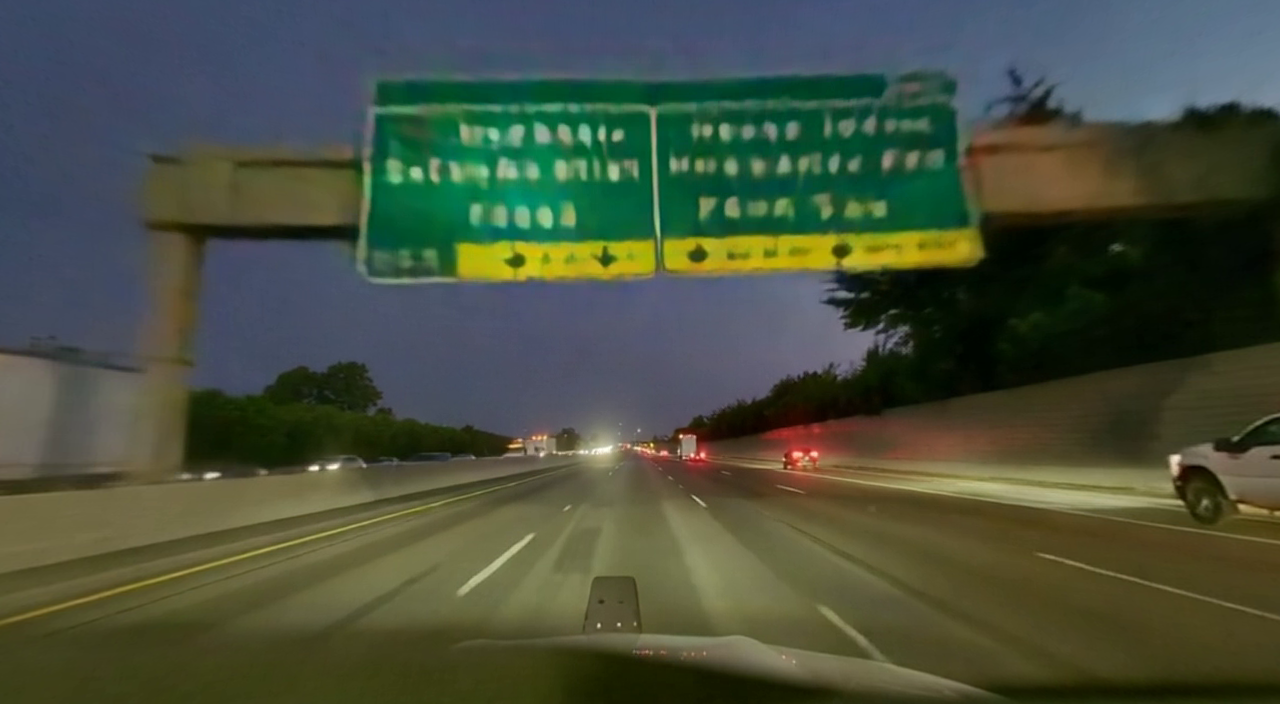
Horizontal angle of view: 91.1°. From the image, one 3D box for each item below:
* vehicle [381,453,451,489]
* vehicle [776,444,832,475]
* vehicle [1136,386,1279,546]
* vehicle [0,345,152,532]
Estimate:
[{"bbox_3d":[-9.944,5.292,28.206,1.782,1.439,3.702,0,-9,0],"label":"vehicle"},{"bbox_3d":[9.517,6.279,36.889,1.950,1.632,4.845,0,-9,-1],"label":"vehicle"},{"bbox_3d":[9.390,1.388,7.584,2.184,2.052,5.650,0,-9,1],"label":"vehicle"},{"bbox_3d":[-16.049,1.407,10.573,3.520,4.128,15.275,0,-9,0],"label":"vehicle"}]
